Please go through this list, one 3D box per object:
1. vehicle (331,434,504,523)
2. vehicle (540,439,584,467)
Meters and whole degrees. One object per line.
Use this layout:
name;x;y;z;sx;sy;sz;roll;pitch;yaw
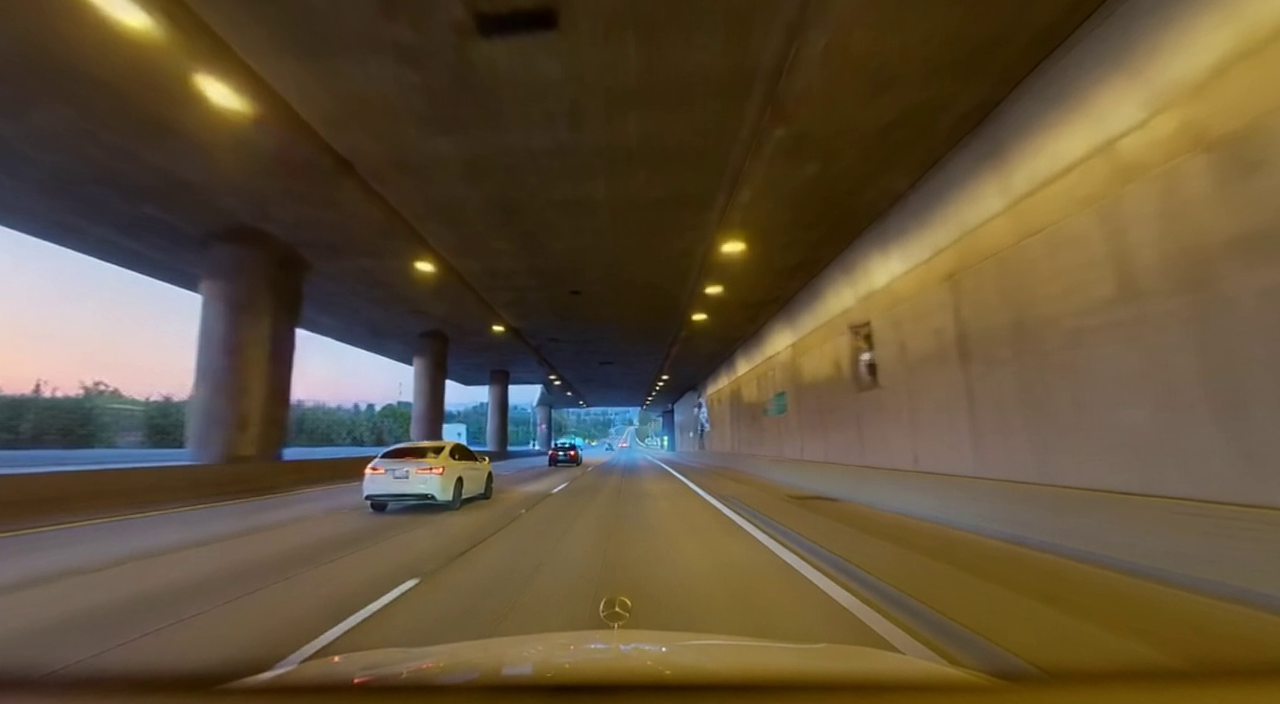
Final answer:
vehicle;-4.109;2.382;12.474;1.885;1.424;4.230;0;-8;0
vehicle;-4.370;5.731;35.791;1.973;1.474;4.199;0;-8;0
